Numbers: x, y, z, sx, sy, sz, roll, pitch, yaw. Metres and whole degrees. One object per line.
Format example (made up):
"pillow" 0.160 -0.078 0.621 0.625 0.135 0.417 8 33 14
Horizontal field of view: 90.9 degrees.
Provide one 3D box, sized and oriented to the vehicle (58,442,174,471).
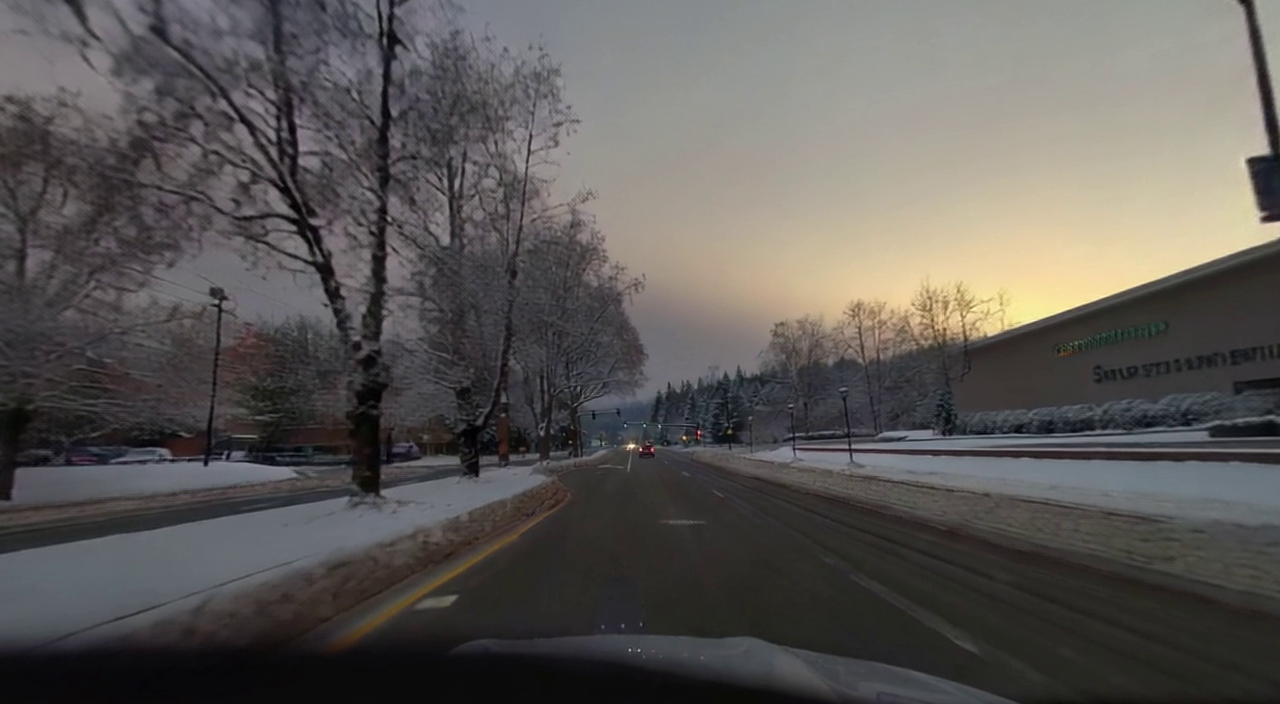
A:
"vehicle" -30.410 6.124 36.733 4.706 1.457 1.999 3 -11 -5
